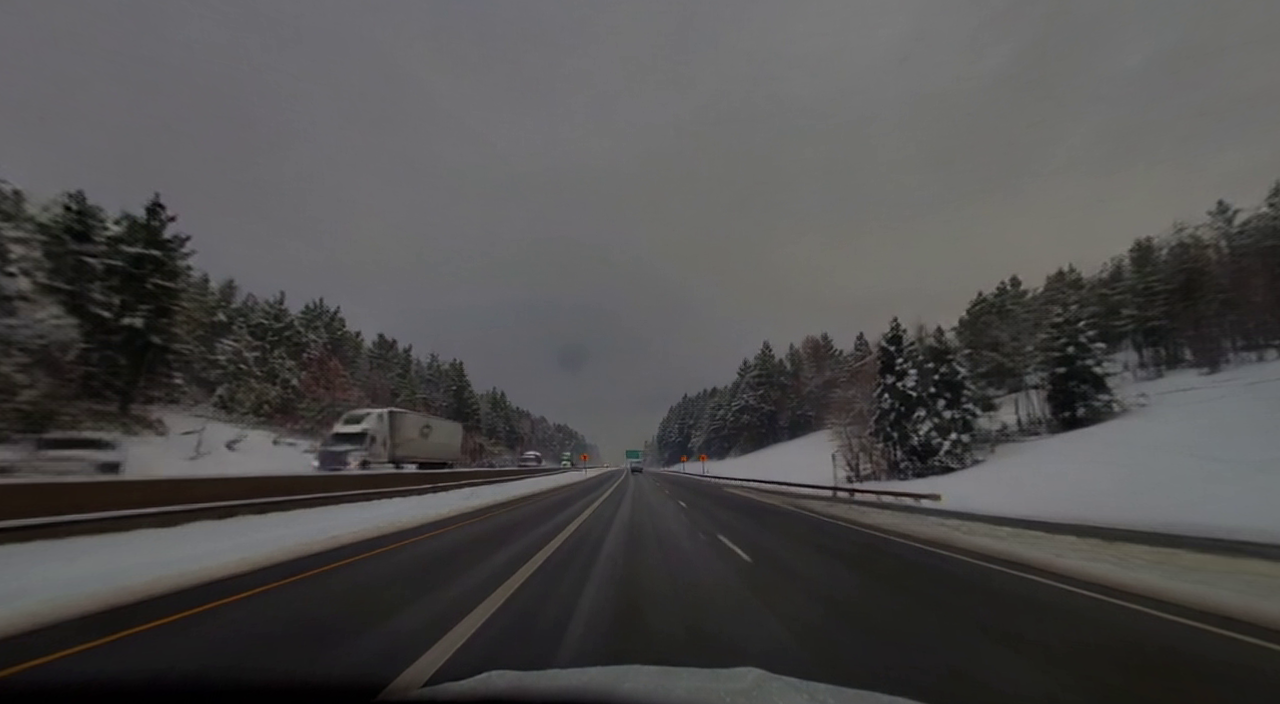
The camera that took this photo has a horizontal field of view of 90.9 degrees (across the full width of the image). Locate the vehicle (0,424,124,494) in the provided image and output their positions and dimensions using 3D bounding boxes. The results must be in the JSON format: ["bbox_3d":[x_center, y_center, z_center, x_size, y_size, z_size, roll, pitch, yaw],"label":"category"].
[{"bbox_3d":[-15.673,2.669,15.662,1.889,1.586,4.435,1,-10,0],"label":"vehicle"}]

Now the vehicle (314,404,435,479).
[{"bbox_3d":[-16.008,5.760,39.249,2.974,3.982,10.261,1,-10,0],"label":"vehicle"}]
